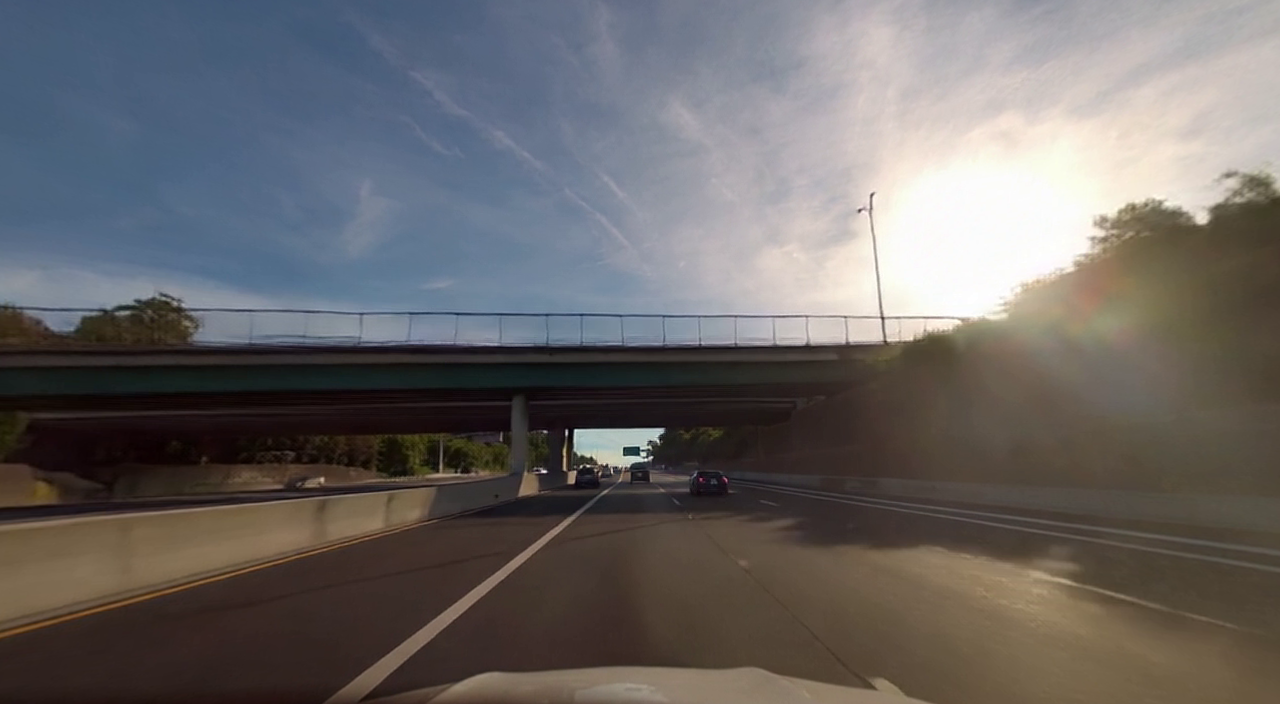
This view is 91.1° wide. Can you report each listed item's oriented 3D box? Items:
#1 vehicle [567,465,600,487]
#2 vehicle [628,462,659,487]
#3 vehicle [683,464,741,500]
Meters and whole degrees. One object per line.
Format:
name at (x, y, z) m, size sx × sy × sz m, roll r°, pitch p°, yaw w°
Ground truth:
vehicle at (-3.980, 8.808, 44.724) m, size 1.975 × 1.486 × 3.903 m, roll 1°, pitch -10°, yaw 0°
vehicle at (0.227, 9.148, 46.955) m, size 2.181 × 1.698 × 4.056 m, roll 1°, pitch -10°, yaw 0°
vehicle at (3.288, 6.050, 29.553) m, size 2.092 × 1.518 × 4.348 m, roll 1°, pitch -10°, yaw -2°
